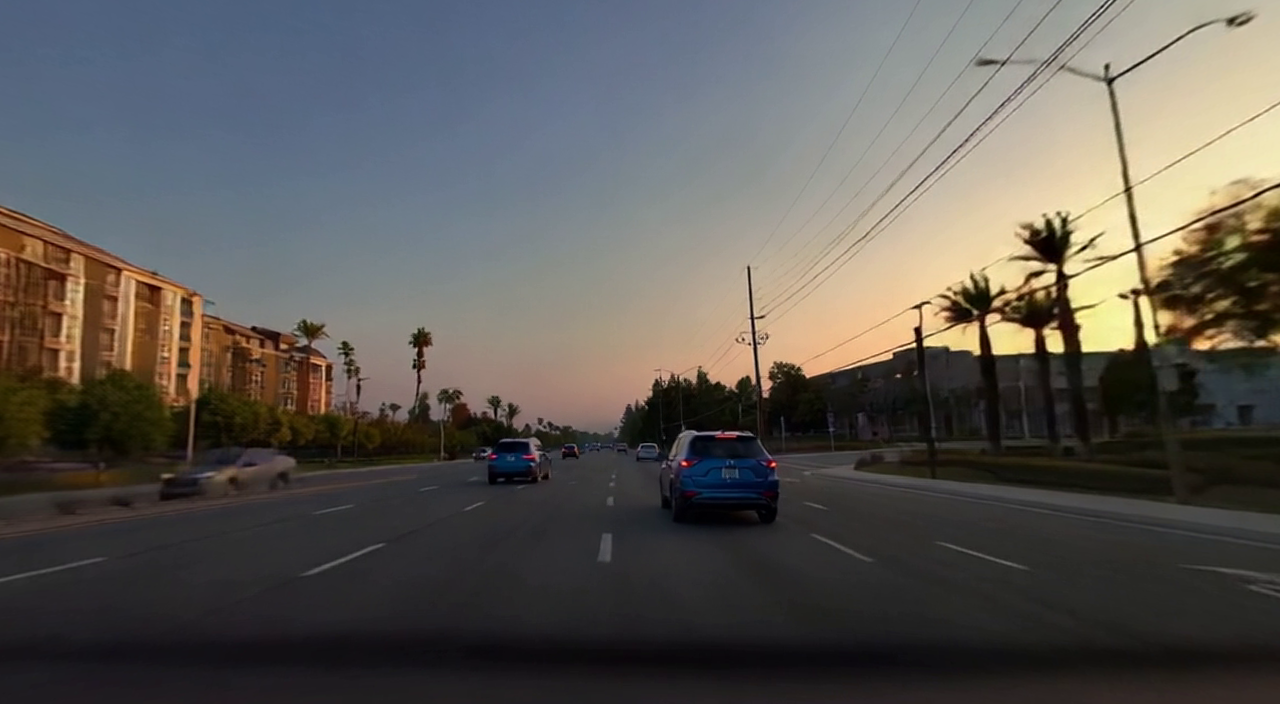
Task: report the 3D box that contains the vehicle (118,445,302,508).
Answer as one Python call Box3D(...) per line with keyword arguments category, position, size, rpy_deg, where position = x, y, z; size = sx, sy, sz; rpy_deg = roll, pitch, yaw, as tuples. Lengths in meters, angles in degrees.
Box3D(category="vehicle", position=(-12.377, 3.582, 18.675), size=(1.996, 1.569, 5.041), rpy_deg=(0, -9, -2))

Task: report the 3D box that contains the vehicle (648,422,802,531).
Box3D(category="vehicle", position=(1.388, 2.306, 12.201), size=(2.198, 1.706, 4.166), rpy_deg=(0, -9, -3))

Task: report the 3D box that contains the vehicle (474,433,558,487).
Box3D(category="vehicle", position=(-4.497, 4.026, 23.761), size=(2.169, 1.796, 4.821), rpy_deg=(0, -9, 0))
